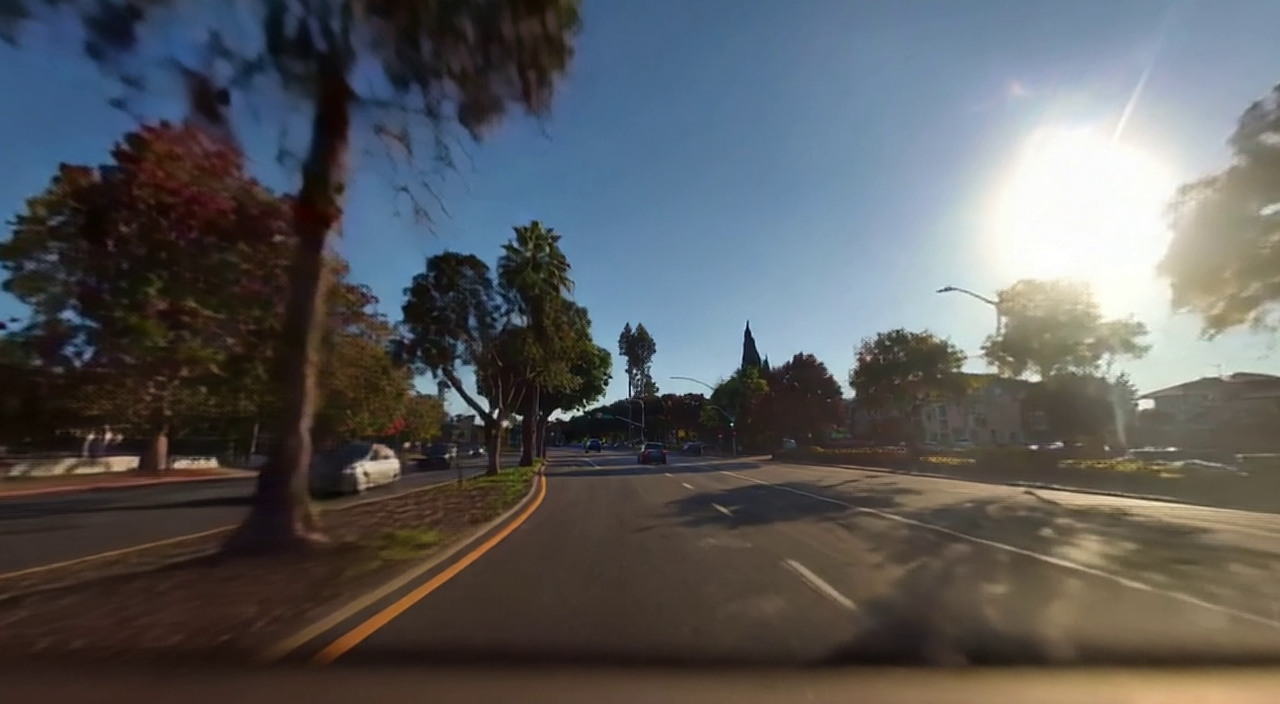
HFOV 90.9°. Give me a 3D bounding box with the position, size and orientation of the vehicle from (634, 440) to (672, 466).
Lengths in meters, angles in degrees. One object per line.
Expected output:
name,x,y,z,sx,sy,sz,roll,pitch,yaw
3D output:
vehicle,0.880,7.259,45.478,2.046,1.818,4.603,1,-8,-8

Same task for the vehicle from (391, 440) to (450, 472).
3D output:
vehicle,-14.074,6.672,40.774,2.278,1.928,5.776,1,-8,-6

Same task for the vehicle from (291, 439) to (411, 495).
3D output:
vehicle,-9.212,3.669,20.573,2.002,1.612,4.436,0,-8,-3
